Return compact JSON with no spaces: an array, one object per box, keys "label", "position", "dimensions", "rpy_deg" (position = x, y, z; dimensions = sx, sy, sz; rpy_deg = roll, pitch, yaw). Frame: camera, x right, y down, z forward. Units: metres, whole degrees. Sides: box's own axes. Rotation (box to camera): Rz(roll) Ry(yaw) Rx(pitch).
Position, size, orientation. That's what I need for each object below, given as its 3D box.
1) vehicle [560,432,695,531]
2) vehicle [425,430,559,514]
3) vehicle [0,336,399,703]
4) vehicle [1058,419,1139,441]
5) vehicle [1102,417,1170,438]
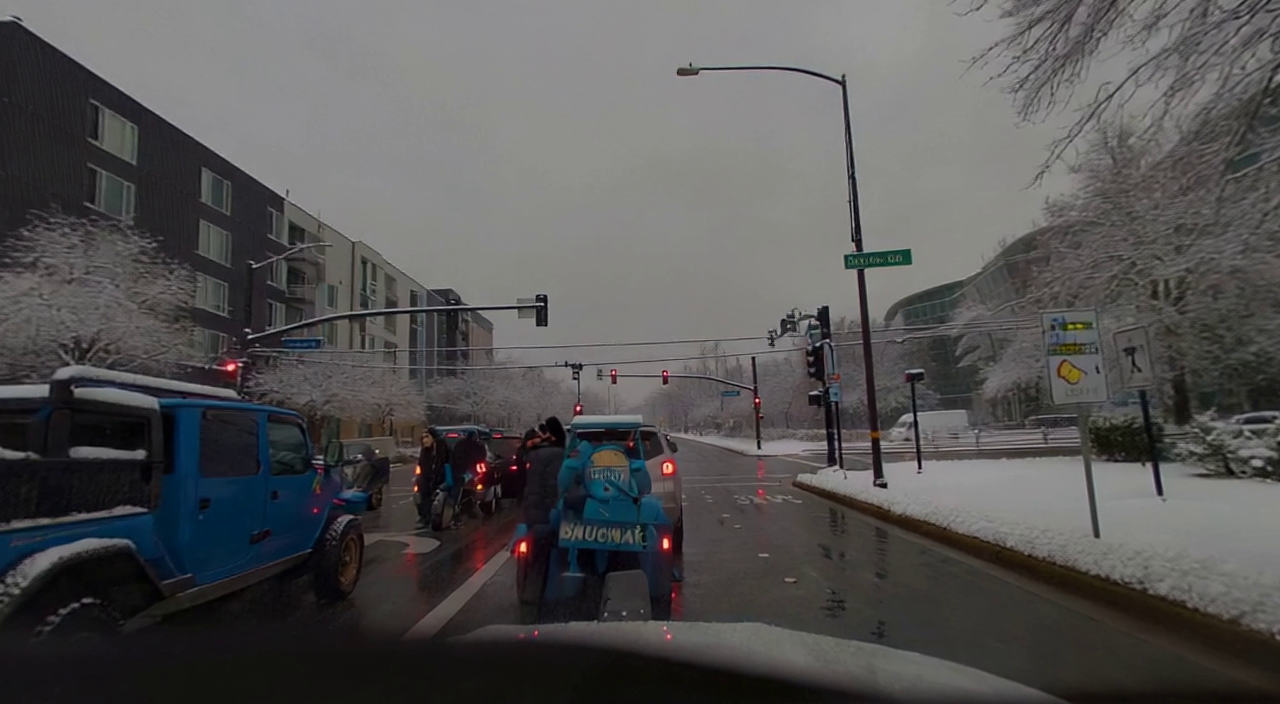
[{"label":"vehicle","position":[-0.158,2.256,11.534],"dimensions":[2.025,1.458,4.085],"rpy_deg":[0,-8,1]},{"label":"vehicle","position":[-3.180,2.656,14.393],"dimensions":[1.935,1.615,4.073],"rpy_deg":[-1,-8,2]},{"label":"vehicle","position":[-3.608,1.130,4.442],"dimensions":[2.000,1.809,4.405],"rpy_deg":[0,-8,0]},{"label":"vehicle","position":[30.729,5.269,42.101],"dimensions":[1.751,1.420,4.027],"rpy_deg":[8,-12,-43]},{"label":"vehicle","position":[36.761,5.606,46.567],"dimensions":[1.625,1.449,3.557],"rpy_deg":[6,-11,-38]}]
